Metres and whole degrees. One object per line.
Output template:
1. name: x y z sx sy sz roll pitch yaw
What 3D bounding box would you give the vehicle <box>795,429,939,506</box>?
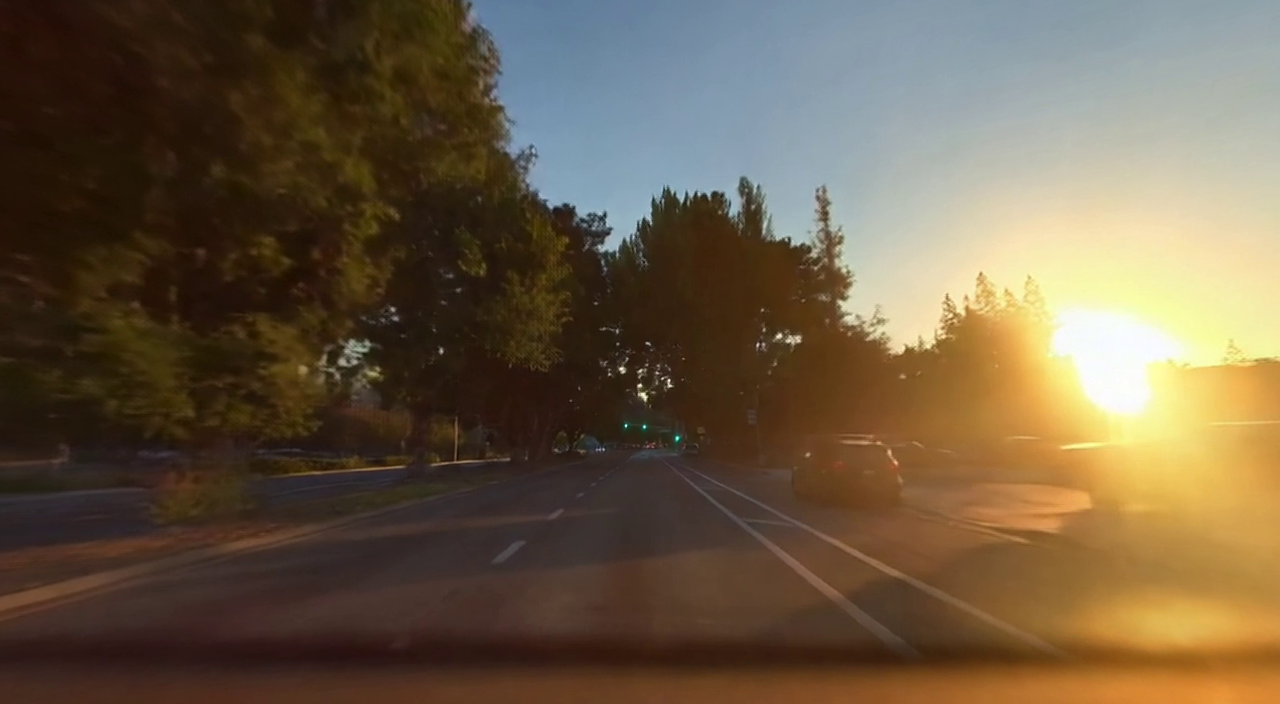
1. vehicle: 5.579 2.884 16.248 2.057 1.688 4.596 0 -8 1

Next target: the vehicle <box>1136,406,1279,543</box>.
1. vehicle: 10.813 1.807 9.631 4.653 1.825 2.099 0 -8 -1
